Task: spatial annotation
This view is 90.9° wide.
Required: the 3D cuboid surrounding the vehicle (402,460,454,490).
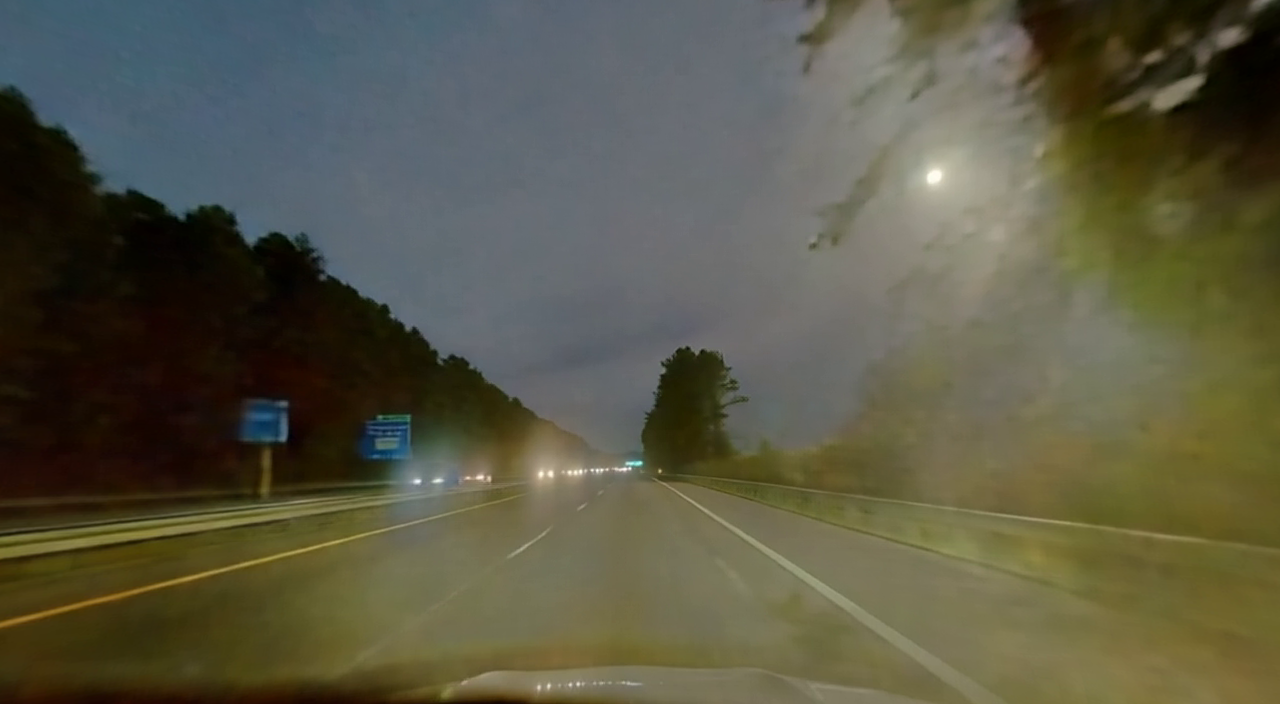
[{"bbox_3d":[-13.502,7.850,40.367,1.869,1.724,4.230,1,-10,0],"label":"vehicle"}]
